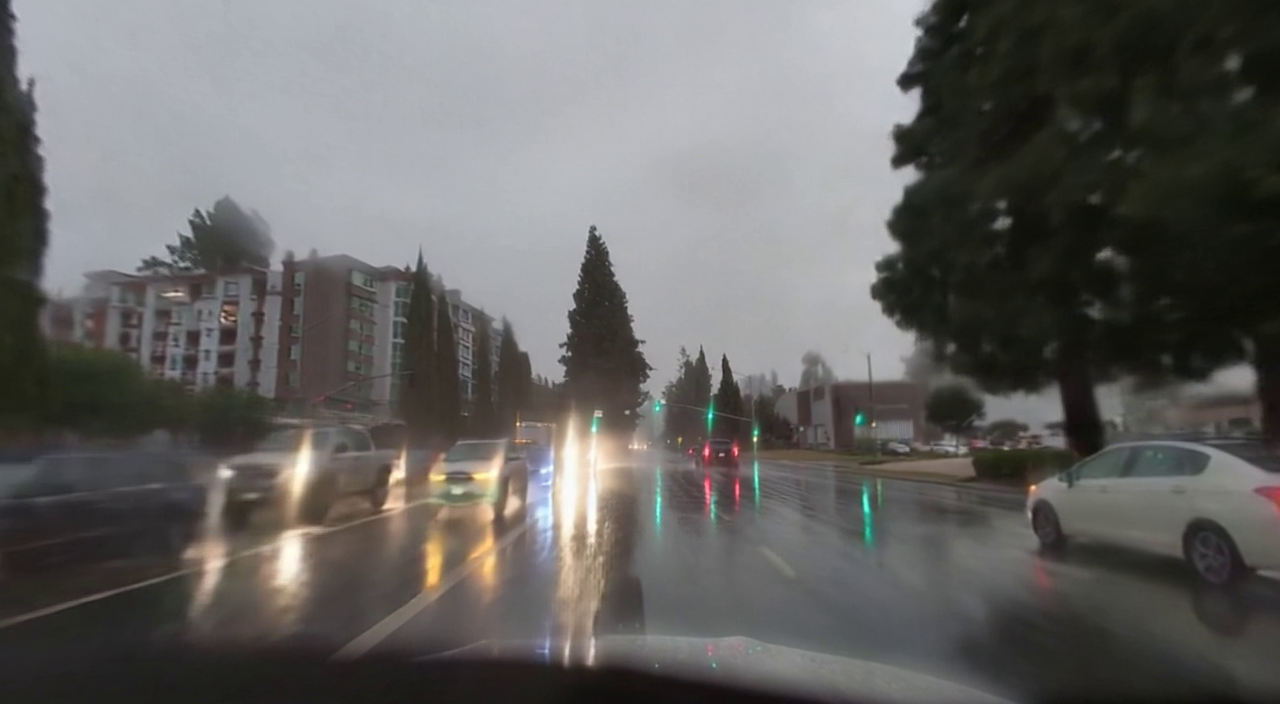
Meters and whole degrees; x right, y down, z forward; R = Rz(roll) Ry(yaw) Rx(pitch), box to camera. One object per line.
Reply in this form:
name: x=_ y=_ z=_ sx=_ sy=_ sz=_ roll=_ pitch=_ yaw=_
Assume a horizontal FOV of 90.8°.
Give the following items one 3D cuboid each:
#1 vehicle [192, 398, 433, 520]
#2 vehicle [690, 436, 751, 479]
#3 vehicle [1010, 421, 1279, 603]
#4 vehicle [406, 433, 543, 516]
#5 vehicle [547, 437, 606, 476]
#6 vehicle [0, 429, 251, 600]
vehicle: x=-6.721 y=2.315 z=14.086 sx=2.141 sy=2.111 sz=5.940 roll=0 pitch=-9 yaw=0
vehicle: x=3.554 y=4.778 z=28.765 sx=2.095 sy=1.759 sz=4.862 roll=0 pitch=-9 yaw=-1
vehicle: x=6.715 y=1.710 z=7.485 sx=2.000 sy=1.618 sz=4.238 roll=0 pitch=-9 yaw=-1
vehicle: x=-3.547 y=2.703 z=14.440 sx=1.948 sy=1.595 sz=4.256 roll=0 pitch=-9 yaw=0
vehicle: x=-3.021 y=5.131 z=31.281 sx=2.313 sy=1.752 sz=6.152 roll=0 pitch=-9 yaw=0
vehicle: x=-6.598 y=1.633 z=6.906 sx=1.970 sy=1.483 sz=4.269 roll=0 pitch=-9 yaw=0
